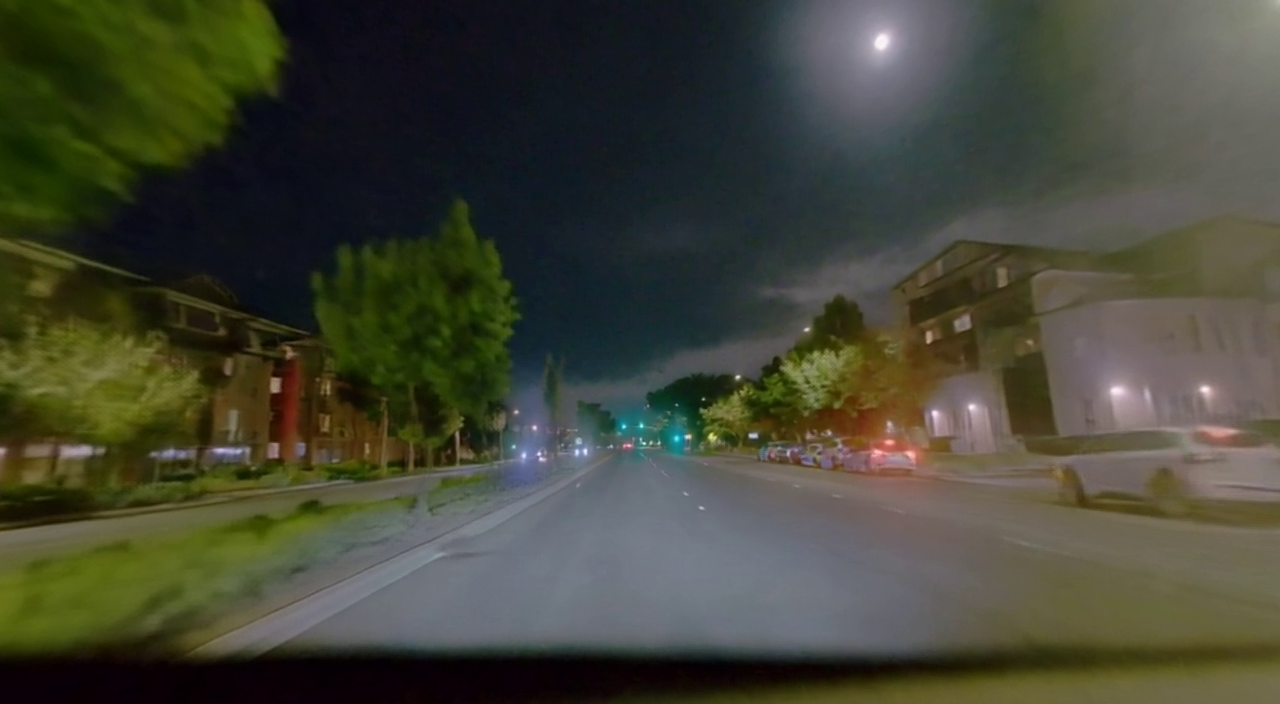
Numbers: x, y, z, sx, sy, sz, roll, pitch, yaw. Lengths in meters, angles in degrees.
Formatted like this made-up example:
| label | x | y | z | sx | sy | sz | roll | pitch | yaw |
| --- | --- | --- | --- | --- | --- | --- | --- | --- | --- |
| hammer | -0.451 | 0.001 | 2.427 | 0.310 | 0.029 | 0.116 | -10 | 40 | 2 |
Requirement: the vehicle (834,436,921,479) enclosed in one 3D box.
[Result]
| label | x | y | z | sx | sy | sz | roll | pitch | yaw |
| --- | --- | --- | --- | --- | --- | --- | --- | --- | --- |
| vehicle | 9.806 | 4.386 | 26.478 | 1.970 | 1.610 | 4.247 | 0 | -9 | -1 |

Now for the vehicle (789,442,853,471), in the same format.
| label | x | y | z | sx | sy | sz | roll | pitch | yaw |
| --- | --- | --- | --- | --- | --- | --- | --- | --- | --- |
| vehicle | 9.601 | 5.589 | 33.965 | 1.930 | 1.453 | 4.665 | 0 | -9 | -2 |

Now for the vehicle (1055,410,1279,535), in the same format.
| label | x | y | z | sx | sy | sz | roll | pitch | yaw |
| --- | --- | --- | --- | --- | --- | --- | --- | --- | --- |
| vehicle | 9.885 | 2.022 | 11.099 | 2.037 | 1.732 | 4.530 | 0 | -9 | 0 |
